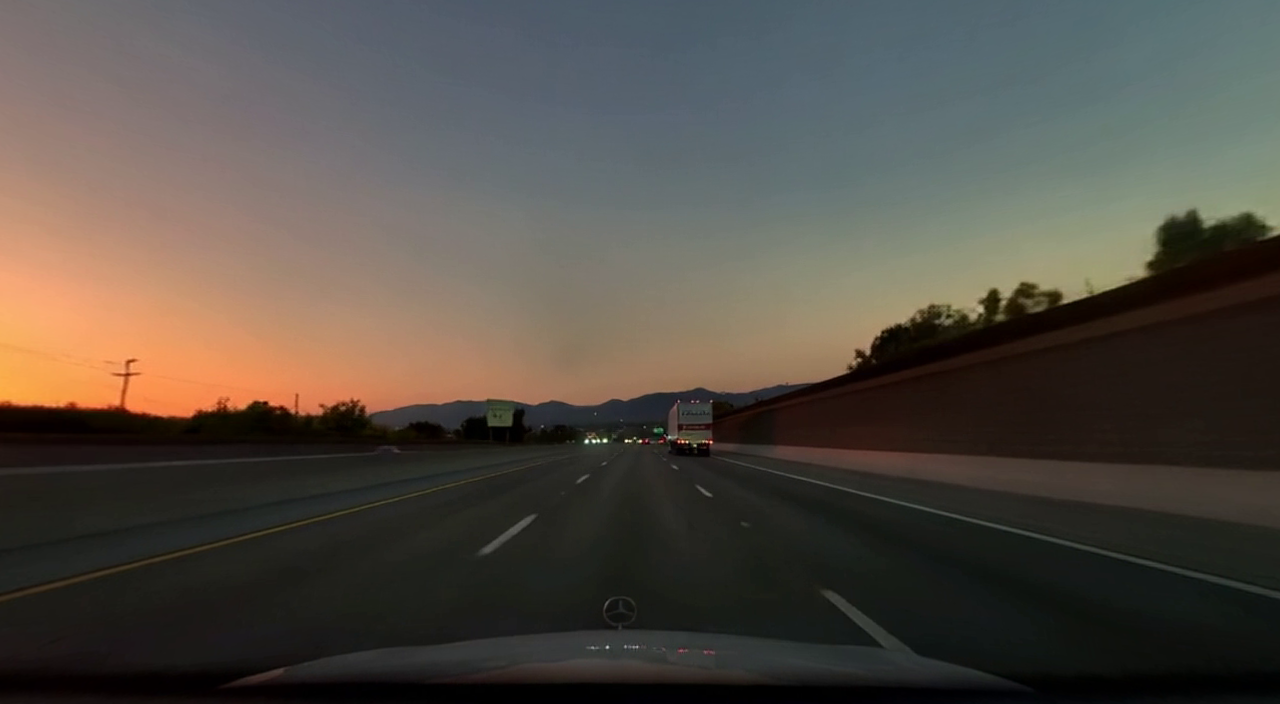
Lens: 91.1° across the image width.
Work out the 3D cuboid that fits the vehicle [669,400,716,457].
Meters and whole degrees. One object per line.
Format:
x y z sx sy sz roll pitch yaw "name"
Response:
3.884 5.999 48.583 2.840 3.947 8.920 0 -8 0 "vehicle"
